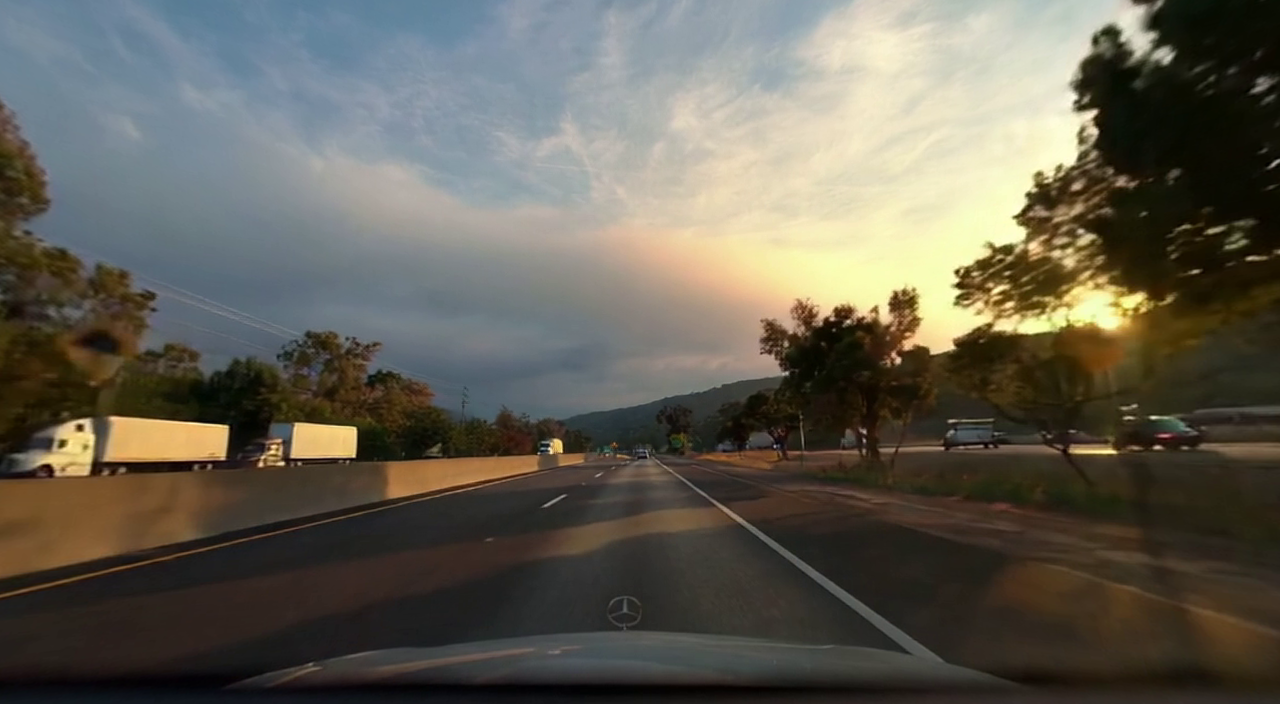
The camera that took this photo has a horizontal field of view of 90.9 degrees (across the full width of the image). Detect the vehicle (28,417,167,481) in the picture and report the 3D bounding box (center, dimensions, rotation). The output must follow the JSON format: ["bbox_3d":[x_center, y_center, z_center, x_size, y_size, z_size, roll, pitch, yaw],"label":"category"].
[{"bbox_3d":[-38.303,6.880,44.936,3.269,4.141,7.075,0,-9,1],"label":"vehicle"}]

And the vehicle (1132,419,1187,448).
[{"bbox_3d":[33.319,5.267,40.360,2.081,1.698,4.845,-9,-13,44],"label":"vehicle"}]

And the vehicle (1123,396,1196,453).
[{"bbox_3d":[35.301,5.072,42.635,2.793,3.430,10.146,-9,-12,43],"label":"vehicle"}]
